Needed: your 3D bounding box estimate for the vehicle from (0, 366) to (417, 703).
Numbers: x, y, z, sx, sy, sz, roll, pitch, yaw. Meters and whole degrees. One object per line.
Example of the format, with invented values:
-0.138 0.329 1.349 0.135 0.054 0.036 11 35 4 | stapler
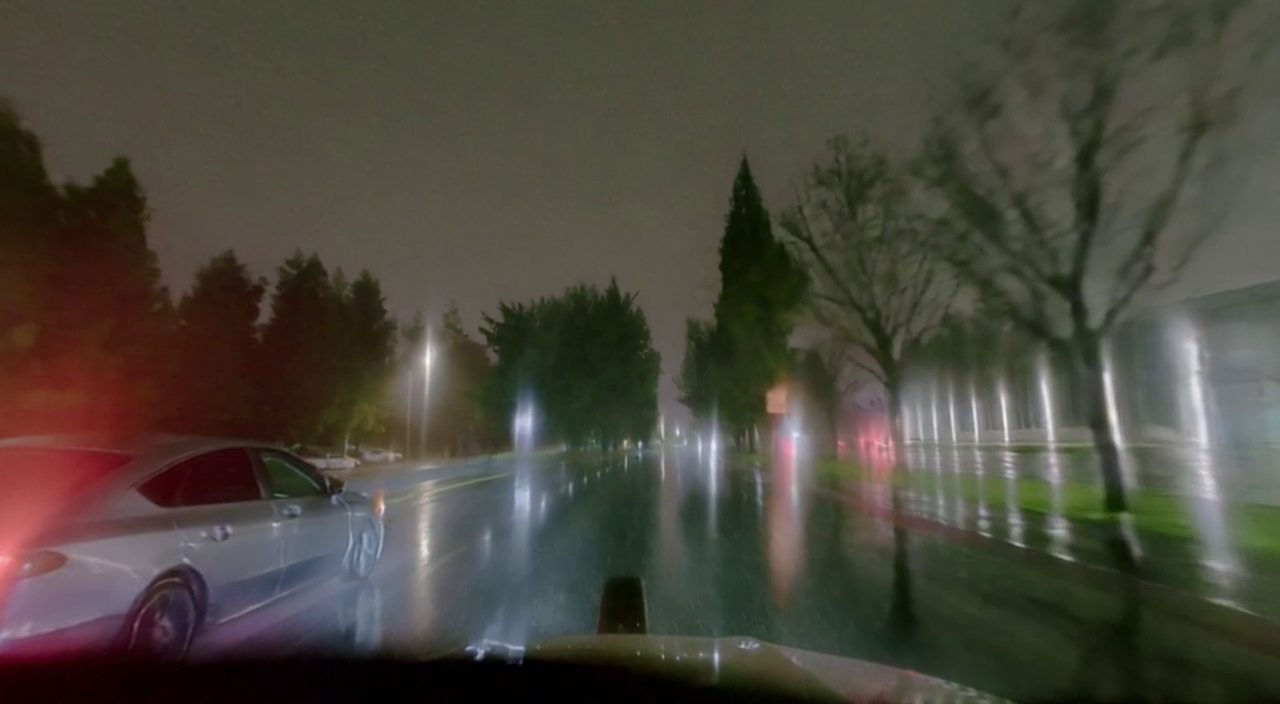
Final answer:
-3.251 1.095 4.216 1.915 1.521 4.283 0 -8 1 | vehicle
